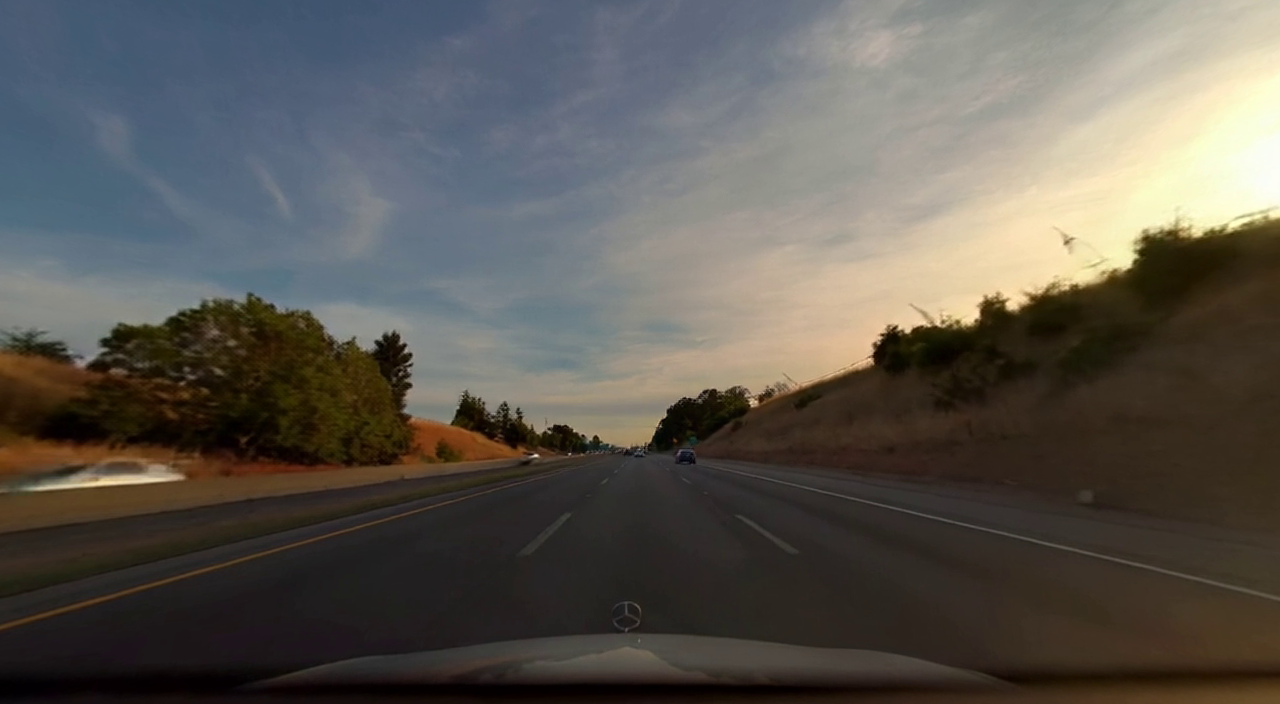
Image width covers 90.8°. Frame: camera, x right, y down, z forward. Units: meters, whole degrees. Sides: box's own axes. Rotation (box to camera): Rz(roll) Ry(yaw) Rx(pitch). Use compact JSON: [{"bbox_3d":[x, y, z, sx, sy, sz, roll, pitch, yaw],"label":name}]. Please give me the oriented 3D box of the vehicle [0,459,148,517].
[{"bbox_3d":[-16.285,3.756,17.868,1.734,1.406,3.636,0,-9,0],"label":"vehicle"}]
